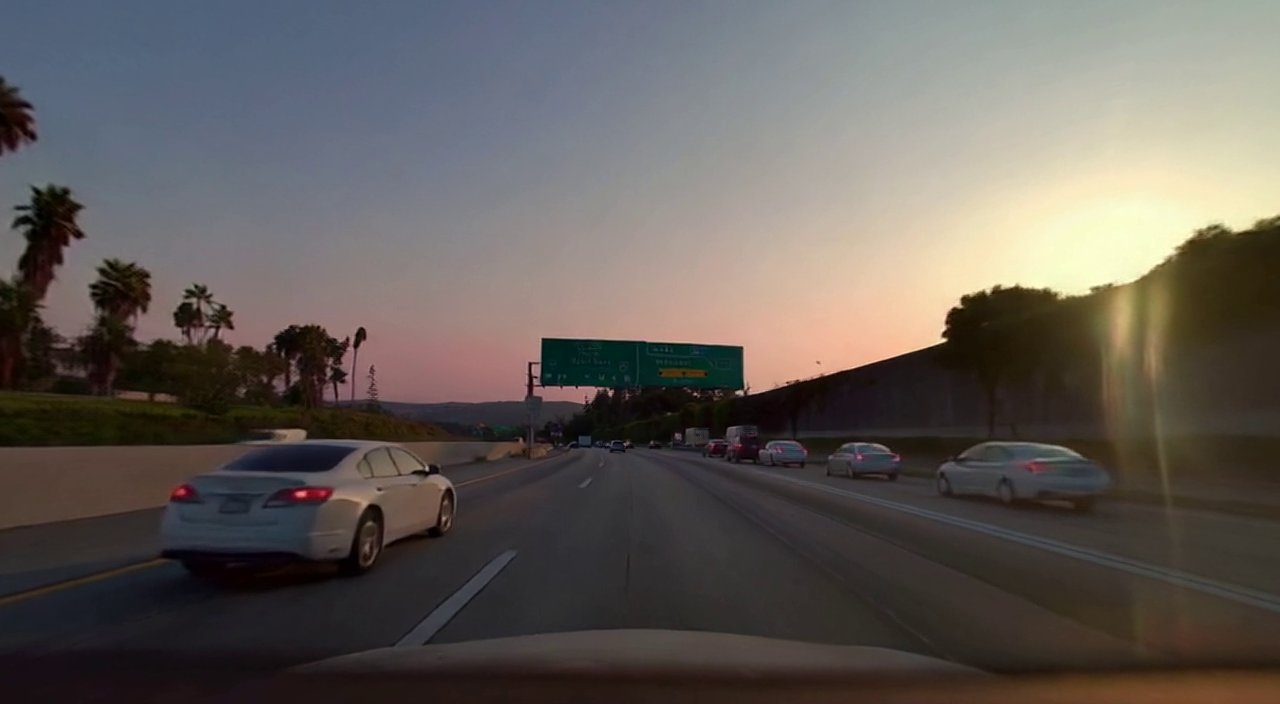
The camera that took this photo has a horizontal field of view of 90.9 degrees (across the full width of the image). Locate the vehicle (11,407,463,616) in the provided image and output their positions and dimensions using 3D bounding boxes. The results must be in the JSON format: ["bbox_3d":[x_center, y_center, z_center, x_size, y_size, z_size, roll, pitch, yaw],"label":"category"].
[{"bbox_3d":[-3.609,1.495,6.858,2.109,1.536,4.174,0,-8,0],"label":"vehicle"}]

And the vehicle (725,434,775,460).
[{"bbox_3d":[7.598,6.664,44.350,2.345,1.637,5.558,0,-8,-2],"label":"vehicle"}]

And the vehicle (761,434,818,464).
[{"bbox_3d":[8.370,5.482,35.785,1.957,1.584,4.272,0,-8,-4],"label":"vehicle"}]

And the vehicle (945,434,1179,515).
[{"bbox_3d":[8.860,2.589,13.903,1.922,1.456,4.626,0,-8,-1],"label":"vehicle"}]

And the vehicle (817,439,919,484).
[{"bbox_3d":[8.300,4.008,23.444,1.984,1.477,4.385,0,-8,-2],"label":"vehicle"}]
